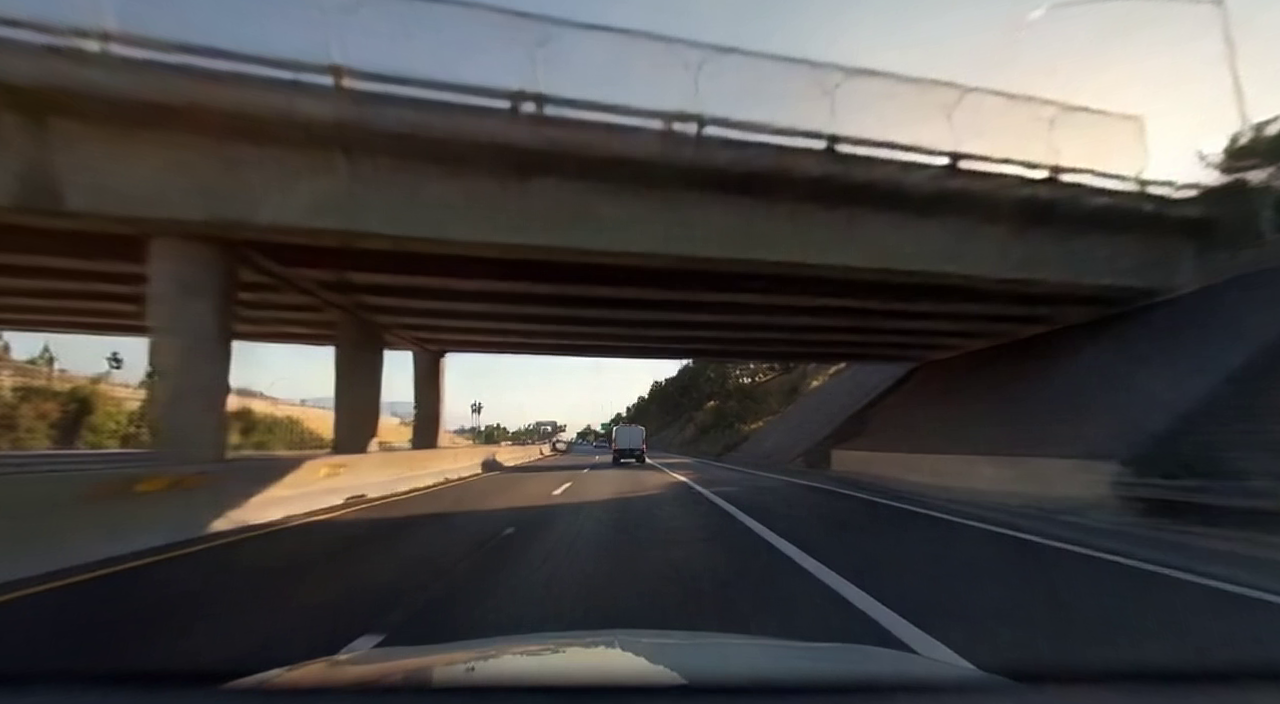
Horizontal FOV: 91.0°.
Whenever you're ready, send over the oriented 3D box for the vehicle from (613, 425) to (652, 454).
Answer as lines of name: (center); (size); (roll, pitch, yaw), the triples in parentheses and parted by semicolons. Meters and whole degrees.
vehicle: (-0.523, 5.357, 38.674); (2.157, 1.647, 4.524); (0, -8, -4)
